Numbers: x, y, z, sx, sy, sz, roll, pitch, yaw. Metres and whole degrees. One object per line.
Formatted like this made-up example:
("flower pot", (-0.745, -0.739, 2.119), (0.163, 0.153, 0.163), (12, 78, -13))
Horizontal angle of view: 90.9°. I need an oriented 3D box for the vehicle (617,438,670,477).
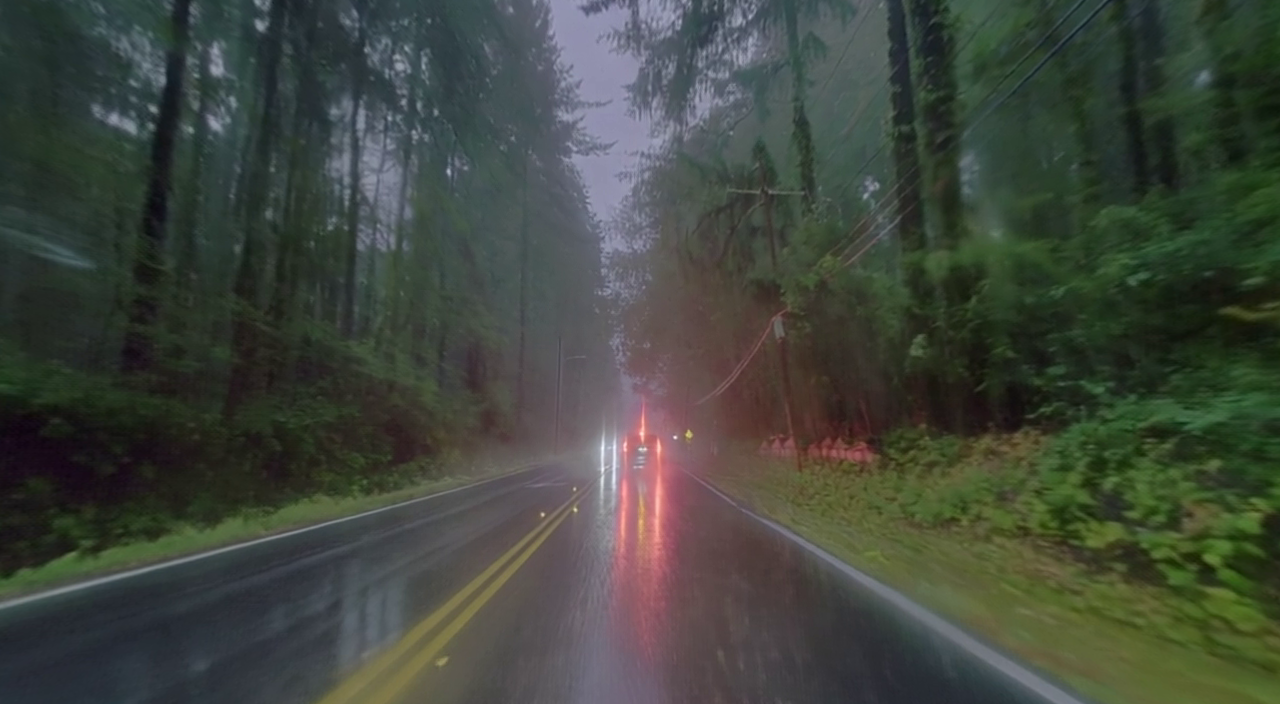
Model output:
("vehicle", (0.108, 4.451, 26.744), (2.081, 1.503, 3.726), (0, -8, -1))
